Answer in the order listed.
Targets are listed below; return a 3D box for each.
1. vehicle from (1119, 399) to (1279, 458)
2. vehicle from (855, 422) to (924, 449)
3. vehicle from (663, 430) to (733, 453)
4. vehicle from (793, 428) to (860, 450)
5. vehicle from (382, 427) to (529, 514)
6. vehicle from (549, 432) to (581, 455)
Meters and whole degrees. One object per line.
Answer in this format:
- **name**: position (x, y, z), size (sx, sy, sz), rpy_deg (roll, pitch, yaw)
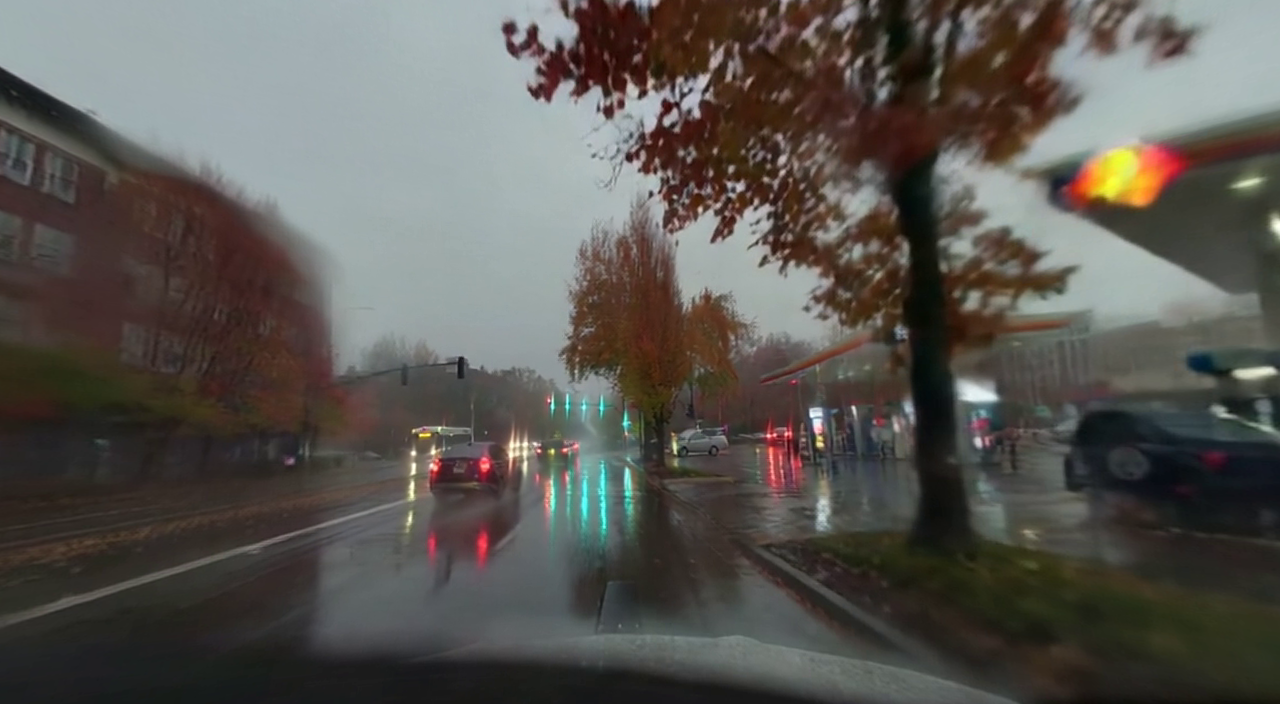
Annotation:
- **vehicle**: position (16.827, 2.352, 18.932), size (1.892, 1.594, 3.379), rpy_deg (0, -9, -2)
- **vehicle**: position (18.079, 6.056, 45.463), size (4.172, 1.687, 1.773), rpy_deg (-3, -8, -5)
- **vehicle**: position (4.292, 6.695, 46.757), size (4.894, 1.451, 2.089), rpy_deg (-2, -8, -3)
- **vehicle**: position (13.417, 6.272, 45.239), size (4.064, 1.507, 2.078), rpy_deg (0, -9, -3)
- **vehicle**: position (-3.633, 2.414, 13.212), size (2.092, 1.507, 4.078), rpy_deg (0, -9, -4)
- **vehicle**: position (-5.828, 7.191, 49.231), size (2.365, 1.751, 3.904), rpy_deg (0, -9, -4)
